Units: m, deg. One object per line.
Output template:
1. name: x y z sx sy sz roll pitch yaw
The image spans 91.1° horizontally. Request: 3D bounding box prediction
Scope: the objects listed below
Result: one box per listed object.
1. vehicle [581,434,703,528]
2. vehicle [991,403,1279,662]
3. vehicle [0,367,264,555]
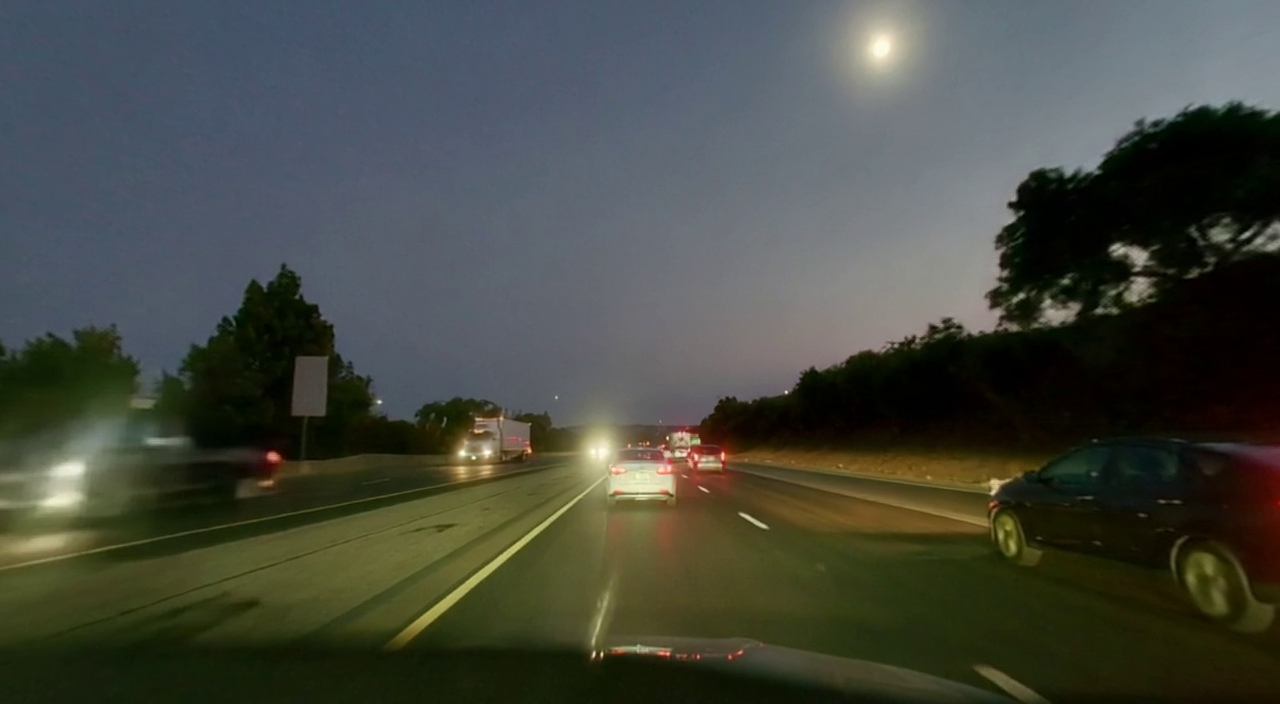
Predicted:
1. vehicle: 0.005 2.492 12.658 2.088 1.580 3.657 0 -9 -1
2. vehicle: 4.746 1.208 4.662 1.931 1.516 3.995 0 -9 0
3. vehicle: -9.551 1.849 11.073 2.512 2.475 5.406 0 -9 -1
